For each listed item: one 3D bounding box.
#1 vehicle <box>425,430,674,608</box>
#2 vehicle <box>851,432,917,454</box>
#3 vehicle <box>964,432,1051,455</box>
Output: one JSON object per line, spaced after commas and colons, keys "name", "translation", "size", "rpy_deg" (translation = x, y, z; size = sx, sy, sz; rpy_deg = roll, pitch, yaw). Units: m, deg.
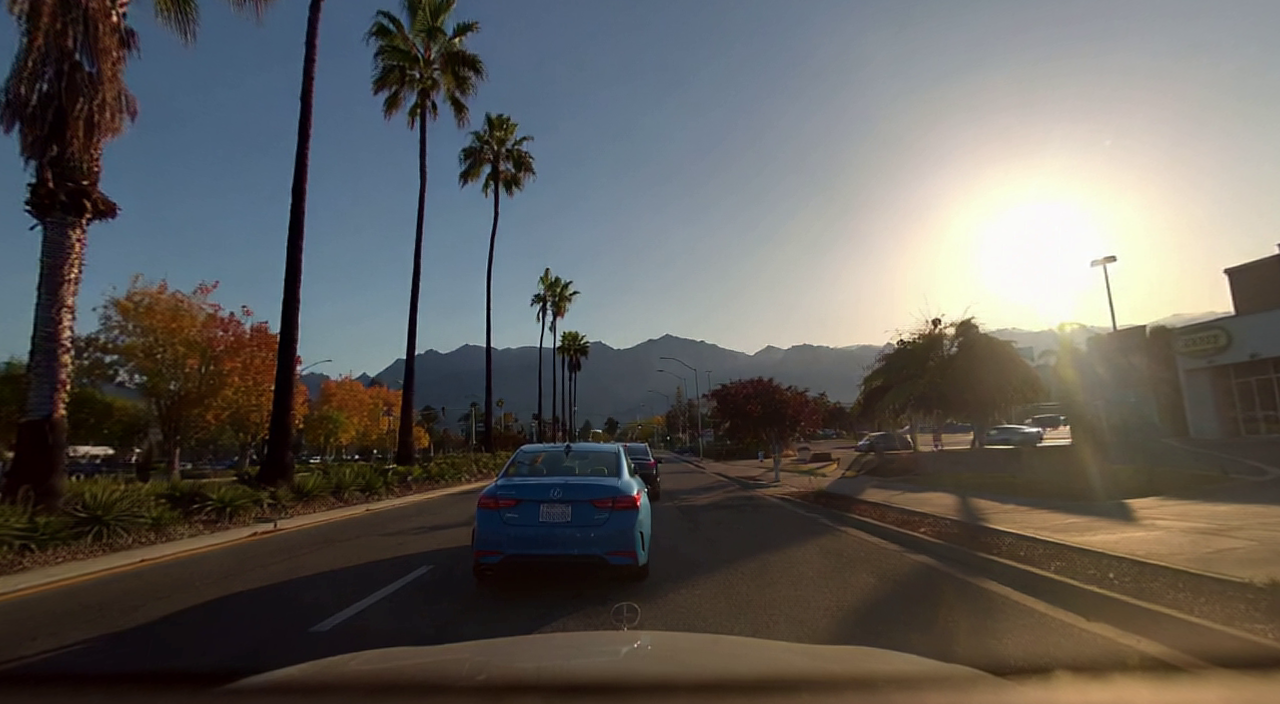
{"name": "vehicle", "translation": [-0.827, 1.685, 7.294], "size": [2.067, 1.459, 3.886], "rpy_deg": [0, -8, -2]}
{"name": "vehicle", "translation": [19.189, 7.194, 49.800], "size": [1.925, 1.652, 4.490], "rpy_deg": [6, -10, -34]}
{"name": "vehicle", "translation": [24.706, 6.179, 42.584], "size": [4.640, 1.526, 1.961], "rpy_deg": [0, -8, 2]}
